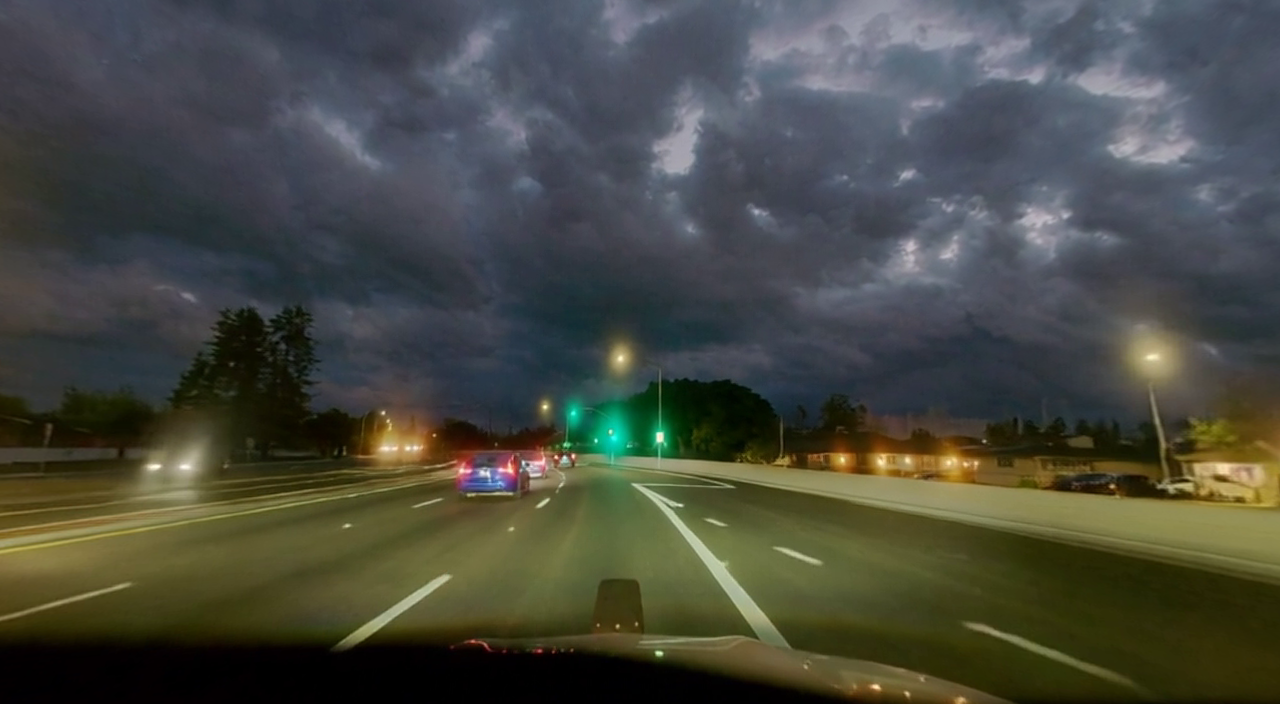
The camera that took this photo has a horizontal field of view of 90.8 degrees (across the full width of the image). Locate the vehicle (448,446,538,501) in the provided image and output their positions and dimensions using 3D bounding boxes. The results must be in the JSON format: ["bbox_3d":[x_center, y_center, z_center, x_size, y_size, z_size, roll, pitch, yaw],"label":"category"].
[{"bbox_3d":[-4.746,3.952,21.083,2.098,1.613,4.606,0,-8,-3],"label":"vehicle"}]

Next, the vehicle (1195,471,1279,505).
[{"bbox_3d":[37.086,8.188,38.238,1.973,1.671,5.072,1,-9,-6],"label":"vehicle"}]

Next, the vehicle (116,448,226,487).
[{"bbox_3d":[-20.661,5.063,28.072,1.844,1.582,4.218,0,-8,-4],"label":"vehicle"}]

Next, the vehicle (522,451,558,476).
[{"bbox_3d":[-6.340,7.101,40.425,1.904,1.476,3.736,0,-8,-4],"label":"vehicle"}]

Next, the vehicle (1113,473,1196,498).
[{"bbox_3d":[36.074,9.345,44.427,1.721,1.487,4.510,1,-9,-6],"label":"vehicle"}]
